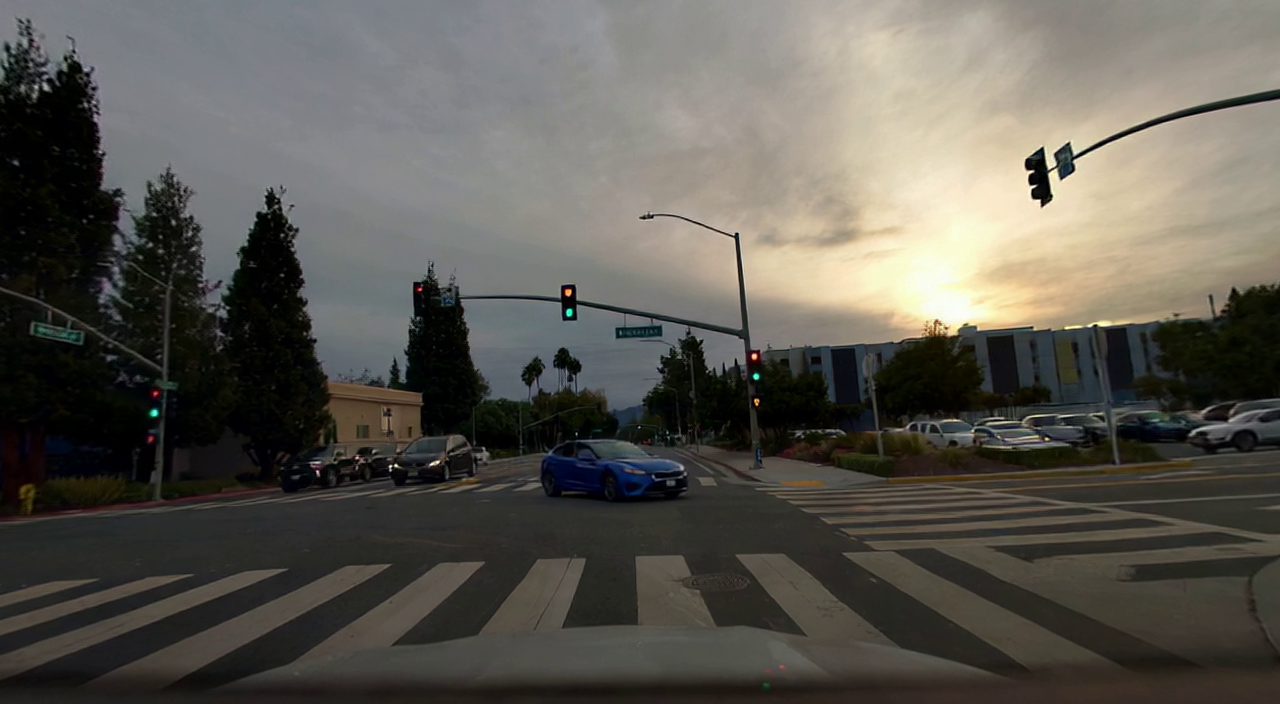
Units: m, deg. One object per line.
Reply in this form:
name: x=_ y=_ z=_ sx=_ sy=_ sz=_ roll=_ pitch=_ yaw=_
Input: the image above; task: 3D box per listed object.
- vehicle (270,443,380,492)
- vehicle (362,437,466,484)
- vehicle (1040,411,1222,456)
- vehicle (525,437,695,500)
vehicle: x=-13.764 y=5.063 z=28.060 sx=2.306 sy=1.957 sz=4.968 roll=0 pitch=-9 yaw=-1
vehicle: x=-10.142 y=4.917 z=28.983 sx=2.664 sy=1.940 sz=5.702 roll=0 pitch=-9 yaw=0
vehicle: x=16.956 y=2.903 z=22.103 sx=4.560 sy=1.453 sz=1.851 roll=-3 pitch=-9 yaw=18
vehicle: x=-0.940 y=3.131 z=17.403 sx=4.592 sy=1.470 sz=2.071 roll=-9 pitch=-12 yaw=44
